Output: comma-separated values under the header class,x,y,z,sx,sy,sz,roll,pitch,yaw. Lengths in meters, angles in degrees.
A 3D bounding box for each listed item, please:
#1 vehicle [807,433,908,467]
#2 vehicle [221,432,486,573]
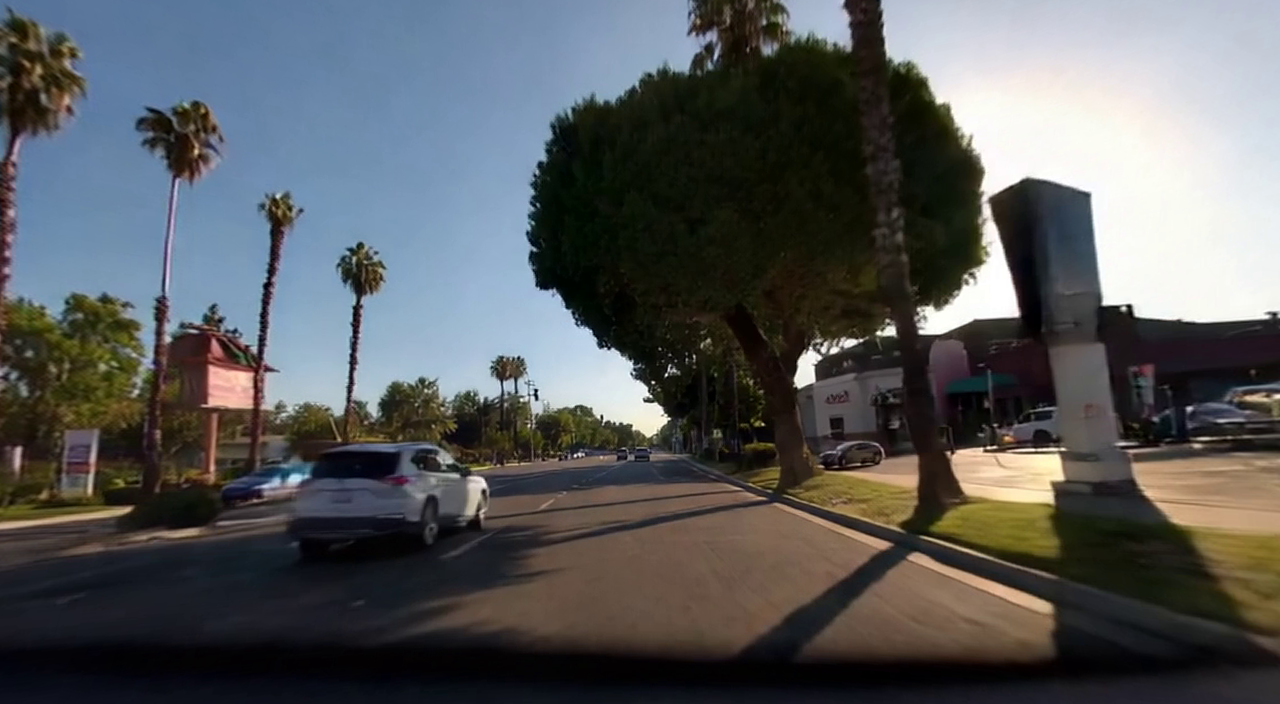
class,x,y,z,sx,sy,sz,roll,pitch,yaw
vehicle,11.536,5.225,33.737,4.577,1.750,2.115,0,-9,-3
vehicle,-4.194,2.252,10.366,2.147,1.745,4.648,0,-8,0
